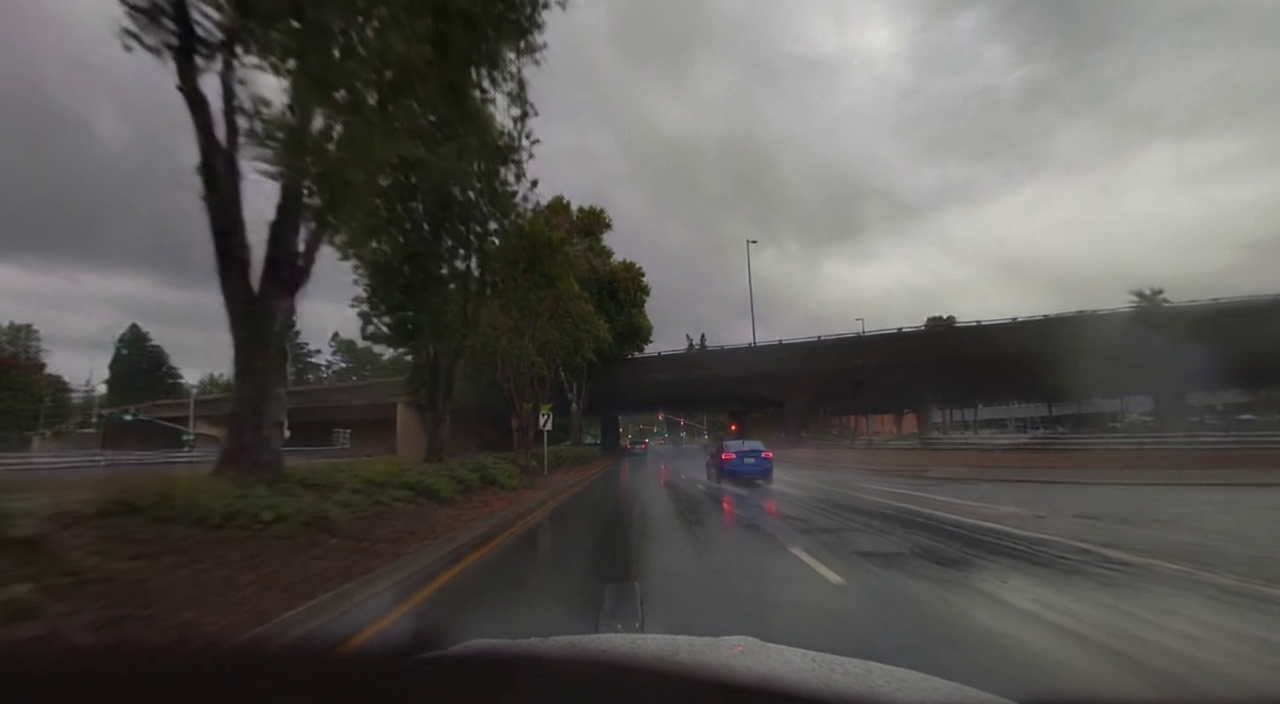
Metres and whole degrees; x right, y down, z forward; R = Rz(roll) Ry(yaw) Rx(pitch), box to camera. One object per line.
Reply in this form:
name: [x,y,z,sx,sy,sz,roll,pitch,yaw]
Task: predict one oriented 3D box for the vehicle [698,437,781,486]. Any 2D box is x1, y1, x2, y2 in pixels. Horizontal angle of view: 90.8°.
vehicle: [3.291,3.727,21.867,2.062,1.484,4.332,0,-8,-1]
